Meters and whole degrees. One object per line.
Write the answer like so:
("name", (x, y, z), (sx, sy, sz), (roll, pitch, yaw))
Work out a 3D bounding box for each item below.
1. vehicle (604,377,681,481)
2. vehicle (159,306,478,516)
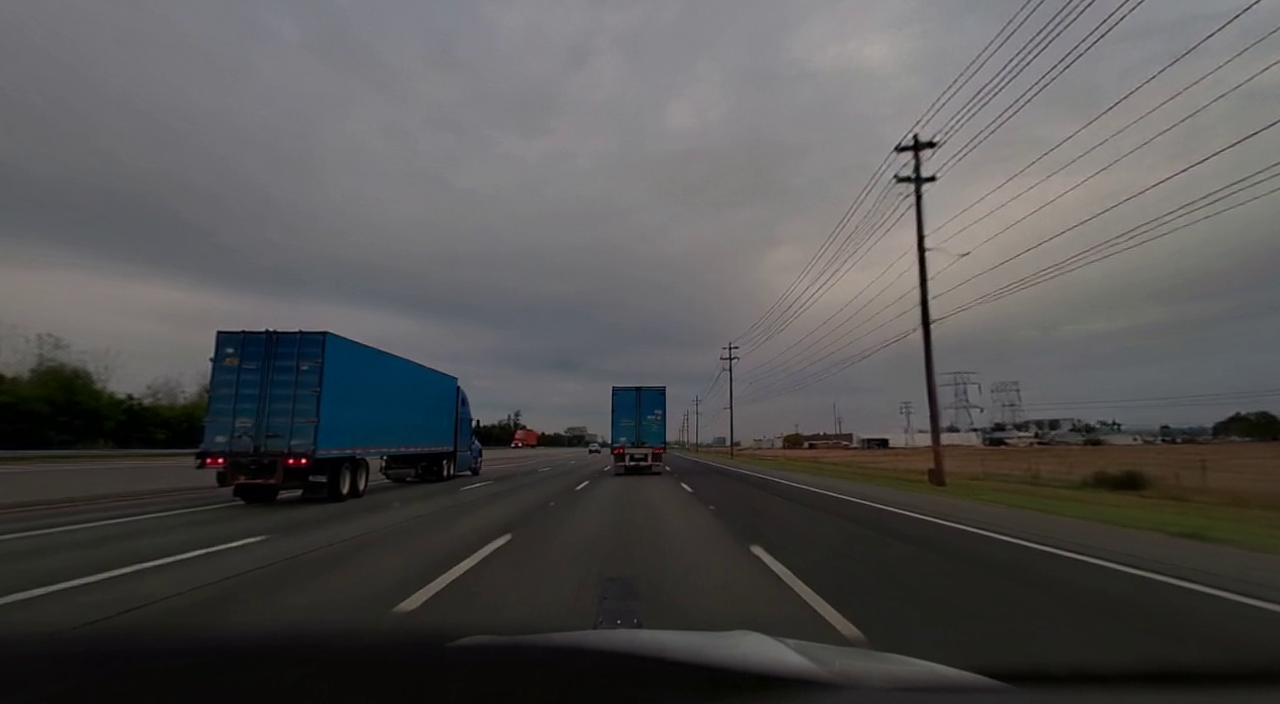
("vehicle", (0.025, 3.612, 28.599), (2.858, 3.847, 10.034), (0, -9, -1))
("vehicle", (-7.464, 1.905, 17.562), (2.937, 3.981, 11.119), (-1, -9, 0))
